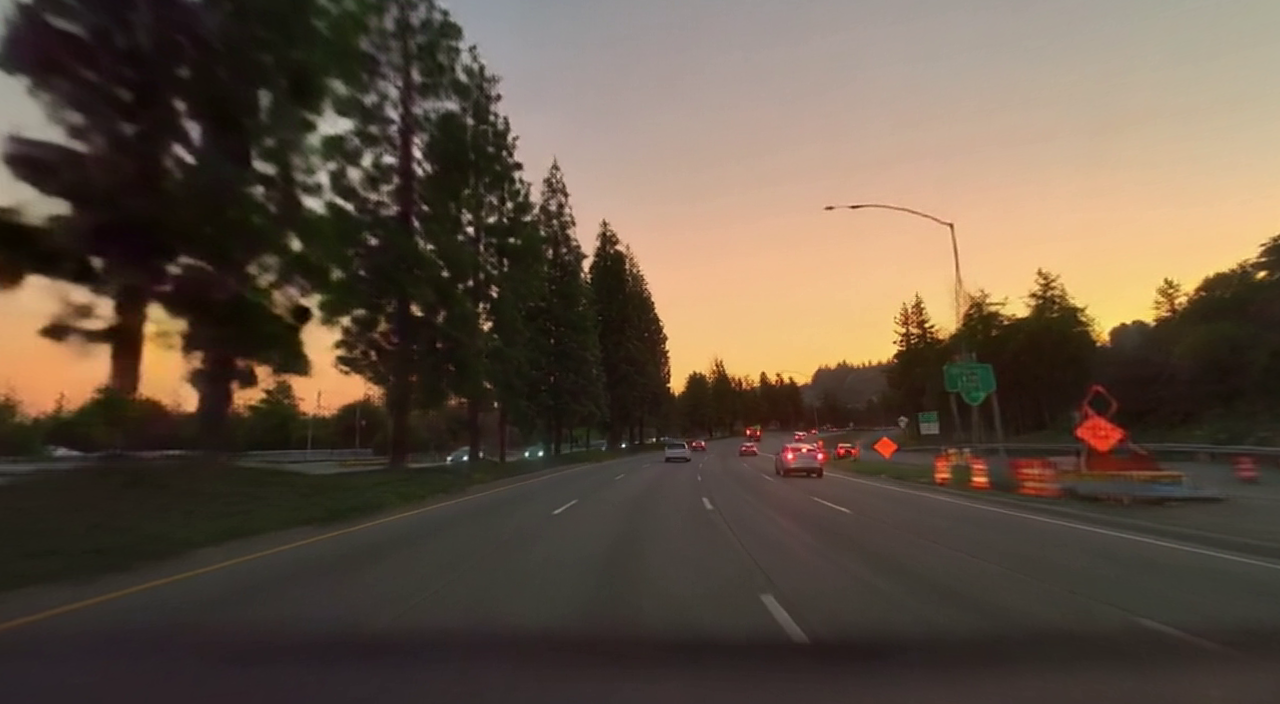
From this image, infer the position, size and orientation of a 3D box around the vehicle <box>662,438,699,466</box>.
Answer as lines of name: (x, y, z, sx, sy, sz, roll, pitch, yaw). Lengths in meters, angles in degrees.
vehicle: (2.688, 6.468, 41.012, 2.201, 1.676, 4.541, -1, -9, 6)

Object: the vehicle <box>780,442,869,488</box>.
vehicle: (6.427, 3.977, 22.527, 2.044, 1.474, 4.083, 0, -8, 2)

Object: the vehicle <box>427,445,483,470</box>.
vehicle: (-13.158, 7.516, 45.244, 2.186, 1.628, 4.551, -1, -9, 6)
